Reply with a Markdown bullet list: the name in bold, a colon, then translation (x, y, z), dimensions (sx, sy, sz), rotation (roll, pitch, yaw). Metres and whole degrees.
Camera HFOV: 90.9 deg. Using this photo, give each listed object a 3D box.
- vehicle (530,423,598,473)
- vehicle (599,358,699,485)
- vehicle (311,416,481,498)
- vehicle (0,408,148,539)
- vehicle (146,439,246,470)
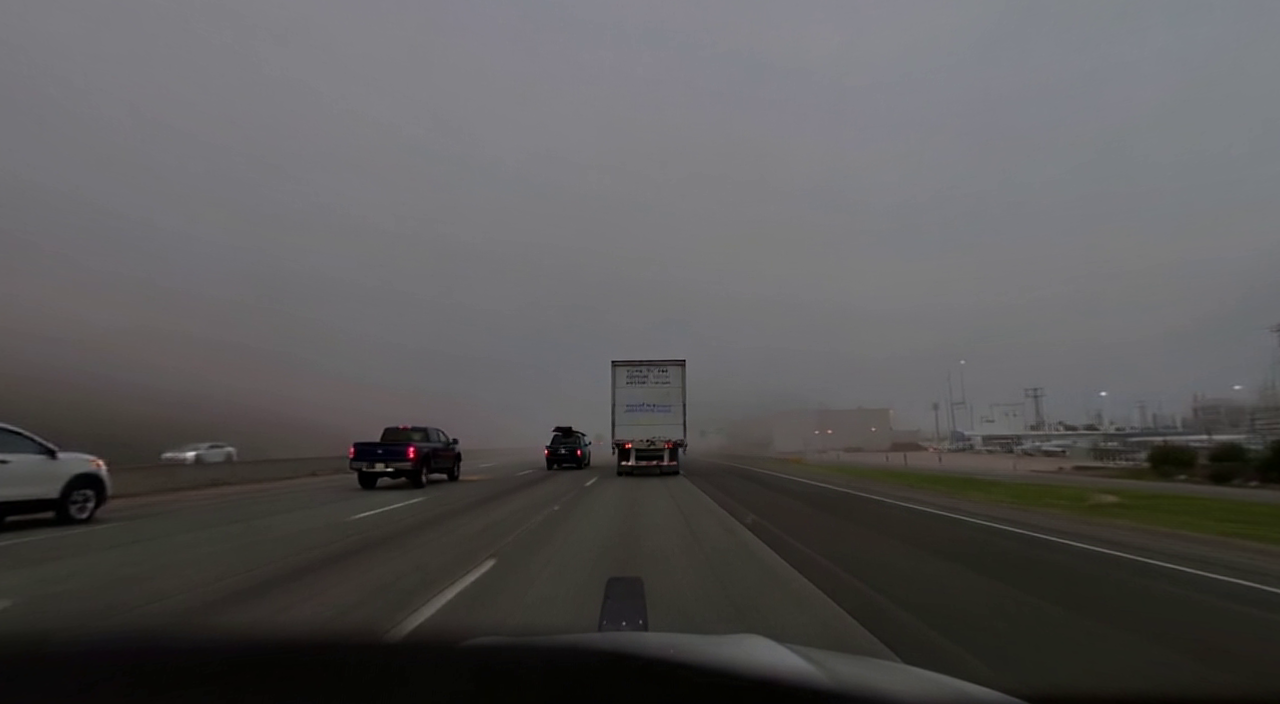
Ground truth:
- **vehicle**: translation (-3.371, 4.490, 29.495), dimensions (2.379, 2.075, 6.169), rotation (0, -9, 1)
- **vehicle**: translation (0.225, 2.789, 23.730), dimensions (2.941, 3.794, 9.851), rotation (0, -9, 0)
- **vehicle**: translation (-6.680, 2.996, 18.326), dimensions (2.479, 1.978, 5.952), rotation (0, -9, 1)
- **vehicle**: translation (-10.359, 1.720, 8.858), dimensions (2.089, 1.885, 5.888), rotation (0, -9, 1)
- **vehicle**: translation (-24.222, 5.621, 34.657), dimensions (1.996, 1.563, 4.744), rotation (0, -9, 0)
